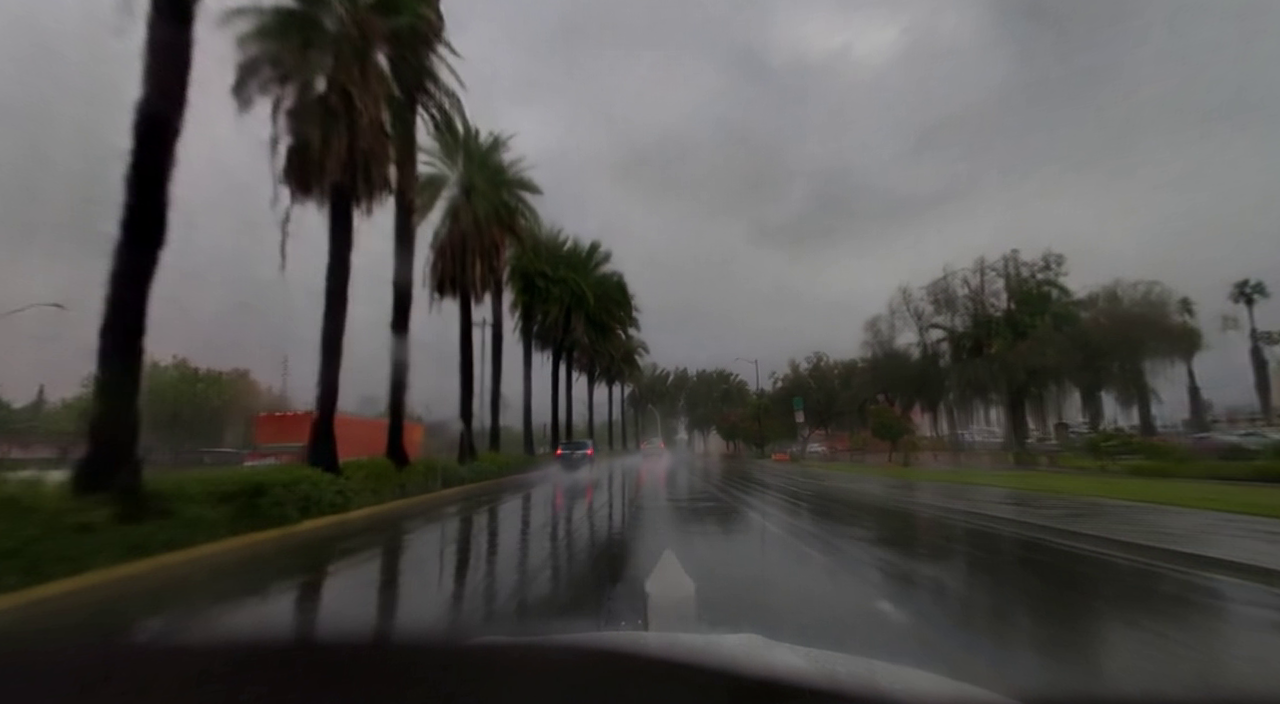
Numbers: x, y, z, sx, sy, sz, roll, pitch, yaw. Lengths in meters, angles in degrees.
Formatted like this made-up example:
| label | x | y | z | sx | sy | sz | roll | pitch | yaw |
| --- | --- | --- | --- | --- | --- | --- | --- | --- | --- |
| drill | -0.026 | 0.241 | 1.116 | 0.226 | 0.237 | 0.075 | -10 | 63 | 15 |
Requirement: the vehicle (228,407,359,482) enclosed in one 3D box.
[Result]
| label | x | y | z | sx | sy | sz | roll | pitch | yaw |
| --- | --- | --- | --- | --- | --- | --- | --- | --- | --- |
| vehicle | -20.362 | 5.598 | 37.544 | 3.298 | 4.031 | 7.060 | 0 | -10 | 3 |

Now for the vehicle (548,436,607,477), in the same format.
| label | x | y | z | sx | sy | sz | roll | pitch | yaw |
| --- | --- | --- | --- | --- | --- | --- | --- | --- | --- |
| vehicle | -2.939 | 5.052 | 30.615 | 2.188 | 1.819 | 4.667 | 0 | -8 | 3 |

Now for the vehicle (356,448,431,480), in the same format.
| label | x | y | z | sx | sy | sz | roll | pitch | yaw |
| --- | --- | --- | --- | --- | --- | --- | --- | --- | --- |
| vehicle | -15.700 | 7.146 | 40.393 | 2.402 | 1.844 | 5.766 | 0 | -8 | 1 |
